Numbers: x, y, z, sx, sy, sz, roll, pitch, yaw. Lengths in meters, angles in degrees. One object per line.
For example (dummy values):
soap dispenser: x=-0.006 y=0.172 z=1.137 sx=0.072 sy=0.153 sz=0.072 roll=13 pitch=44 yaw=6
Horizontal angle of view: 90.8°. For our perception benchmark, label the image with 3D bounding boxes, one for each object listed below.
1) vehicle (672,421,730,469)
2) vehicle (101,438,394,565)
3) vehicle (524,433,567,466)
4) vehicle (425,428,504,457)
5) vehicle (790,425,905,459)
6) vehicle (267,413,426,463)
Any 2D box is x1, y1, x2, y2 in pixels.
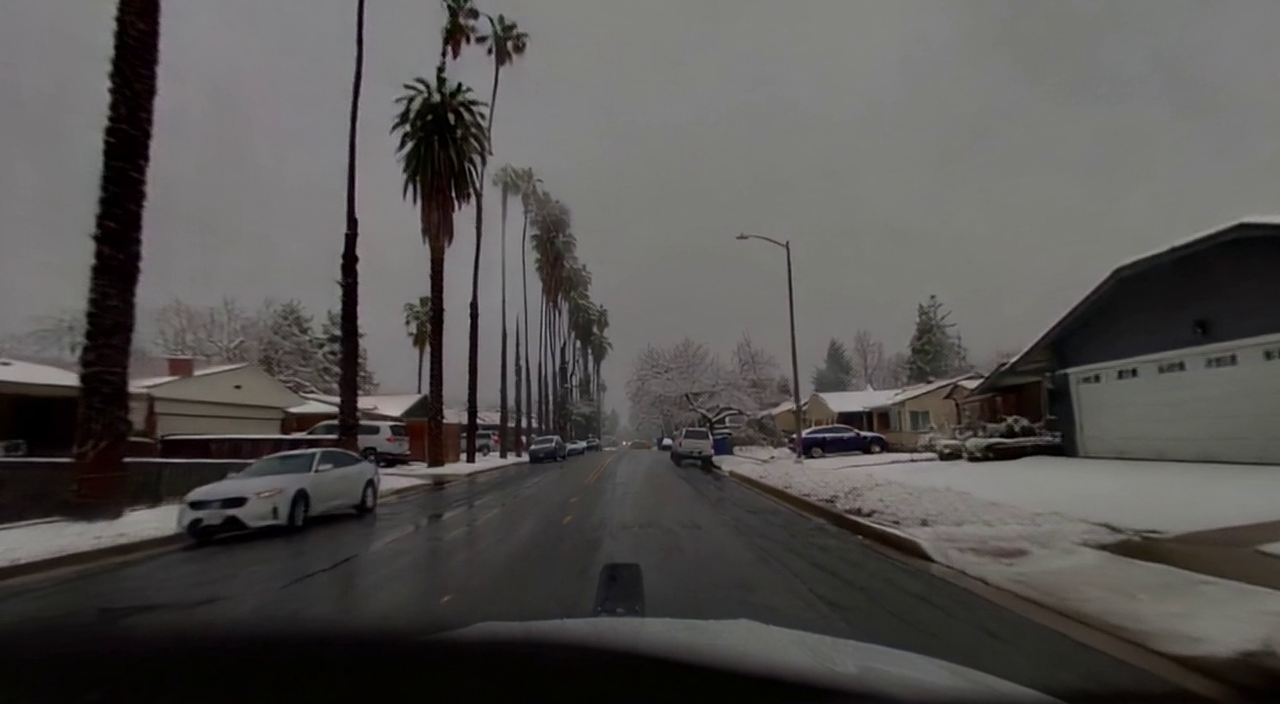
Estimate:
vehicle: x=2.777 y=4.437 z=30.207 sx=2.184 sy=2.038 sz=6.212 roll=0 pitch=-8 yaw=1
vehicle: x=-5.730 y=2.149 z=10.103 sx=1.949 sy=1.511 sz=4.466 roll=0 pitch=-7 yaw=-2
vehicle: x=-5.739 y=5.950 z=39.001 sx=2.147 sy=1.823 sz=4.725 roll=0 pitch=-7 yaw=-2
vehicle: x=-12.336 y=6.422 z=44.684 sx=4.991 sy=1.947 sz=2.329 roll=0 pitch=-8 yaw=-3
vehicle: x=9.465 y=4.152 z=29.086 sx=4.643 sy=1.520 sz=1.826 roll=0 pitch=-8 yaw=1
vehicle: x=-11.936 y=3.555 z=26.054 sx=5.340 sy=1.948 sz=2.398 roll=0 pitch=-8 yaw=0
